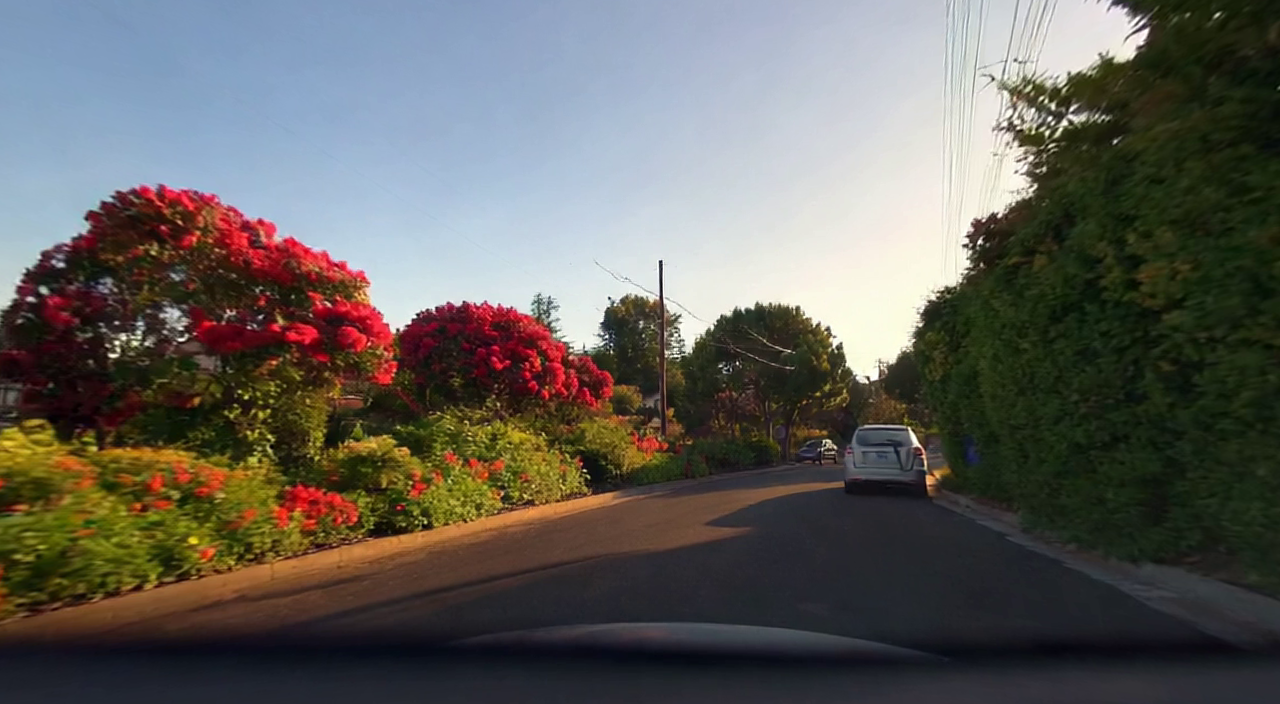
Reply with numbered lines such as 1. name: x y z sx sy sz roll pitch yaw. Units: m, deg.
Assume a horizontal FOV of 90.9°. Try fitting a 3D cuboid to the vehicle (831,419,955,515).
1. vehicle: 6.190 2.761 15.756 2.311 1.909 5.570 -3 -9 20
